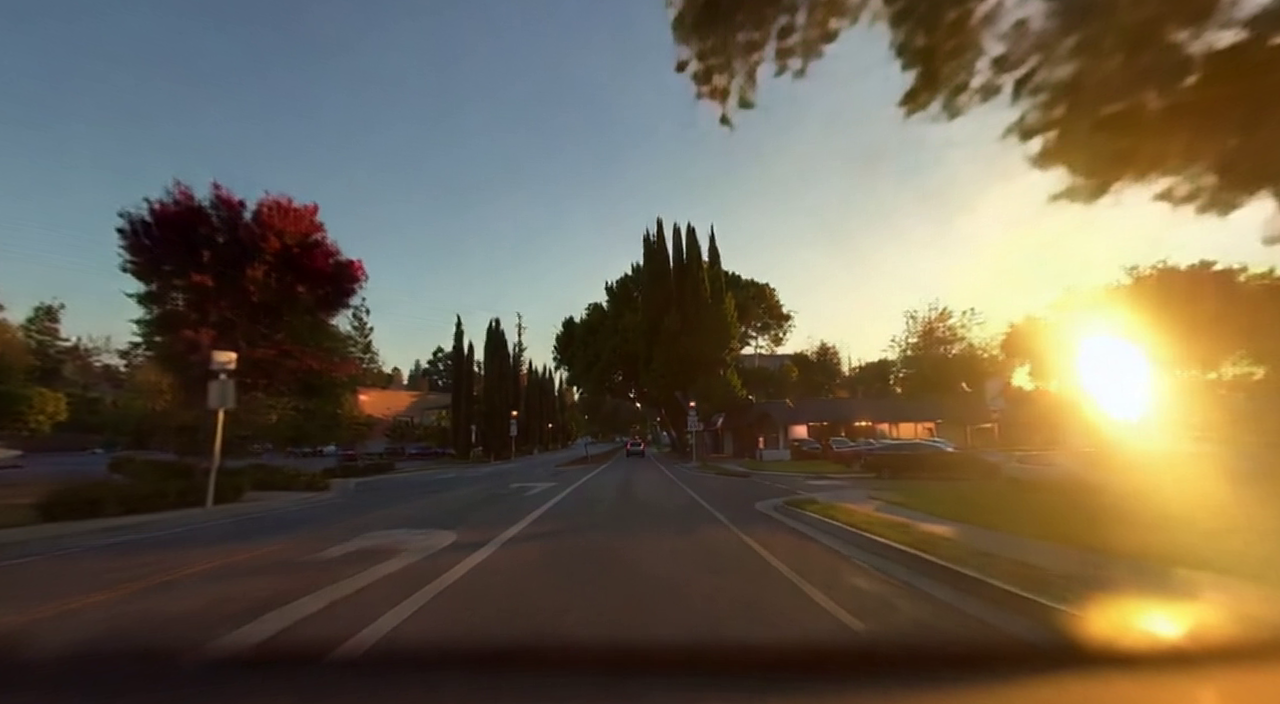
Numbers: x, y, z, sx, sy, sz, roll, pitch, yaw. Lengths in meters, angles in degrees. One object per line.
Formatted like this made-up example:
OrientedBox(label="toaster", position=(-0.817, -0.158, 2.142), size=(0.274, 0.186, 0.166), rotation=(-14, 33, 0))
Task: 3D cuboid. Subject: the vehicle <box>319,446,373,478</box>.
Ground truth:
OrientedBox(label="vehicle", position=(-14.970, 5.537, 32.059), size=(2.061, 1.475, 4.357), rotation=(5, -10, -29))
